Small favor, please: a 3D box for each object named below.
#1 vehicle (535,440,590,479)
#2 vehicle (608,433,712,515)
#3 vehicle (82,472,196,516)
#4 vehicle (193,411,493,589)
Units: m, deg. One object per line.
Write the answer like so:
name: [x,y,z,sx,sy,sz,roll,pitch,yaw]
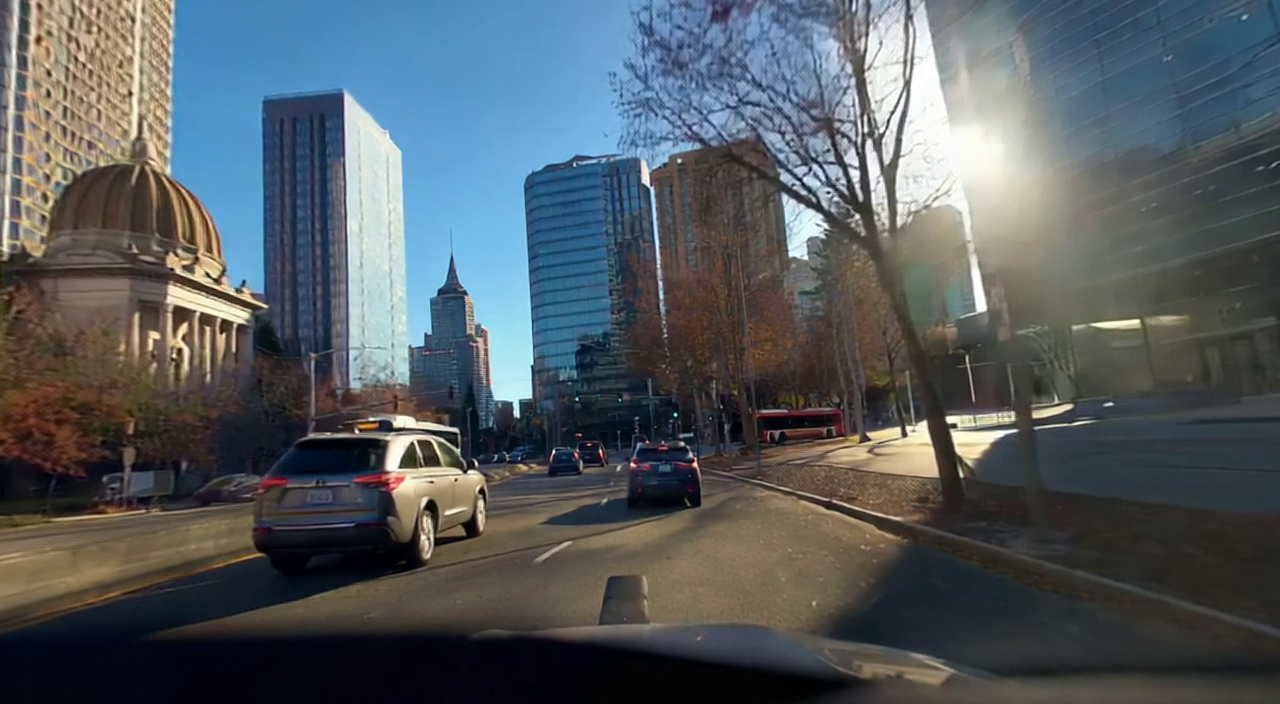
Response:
vehicle: [-3.302,4.670,27.635,1.961,1.517,4.202,0,-9,-1]
vehicle: [0.309,2.561,13.678,1.933,1.504,3.802,0,-9,-2]
vehicle: [-24.405,6.880,30.980,2.010,1.791,4.518,1,-9,-3]
vehicle: [-3.218,1.666,7.802,1.848,1.641,3.686,0,-9,1]
